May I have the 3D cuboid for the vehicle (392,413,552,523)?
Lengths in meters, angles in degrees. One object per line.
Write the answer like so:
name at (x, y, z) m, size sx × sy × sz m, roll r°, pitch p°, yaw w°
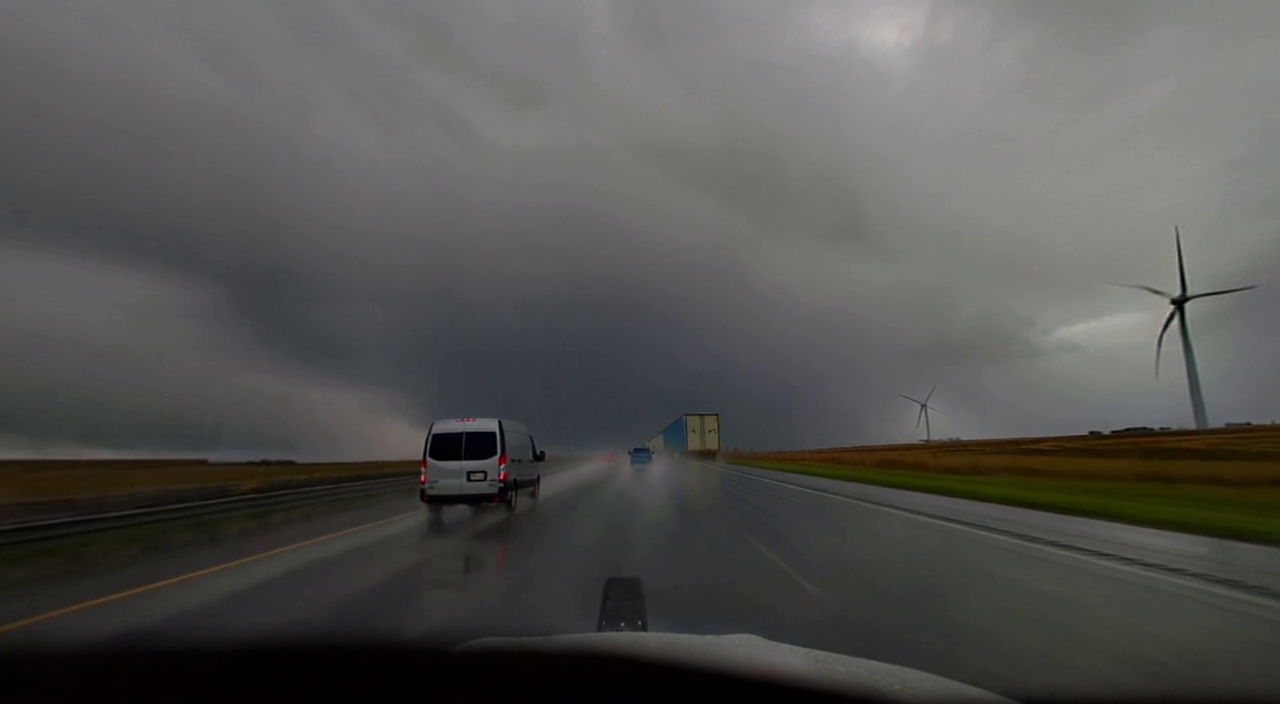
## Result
vehicle at (-3.414, 2.494, 13.976) m, size 2.238 × 1.984 × 4.650 m, roll 0°, pitch -9°, yaw 0°

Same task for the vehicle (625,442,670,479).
vehicle at (0.351, 5.423, 31.758) m, size 2.083 × 1.689 × 4.083 m, roll 0°, pitch -9°, yaw 0°
